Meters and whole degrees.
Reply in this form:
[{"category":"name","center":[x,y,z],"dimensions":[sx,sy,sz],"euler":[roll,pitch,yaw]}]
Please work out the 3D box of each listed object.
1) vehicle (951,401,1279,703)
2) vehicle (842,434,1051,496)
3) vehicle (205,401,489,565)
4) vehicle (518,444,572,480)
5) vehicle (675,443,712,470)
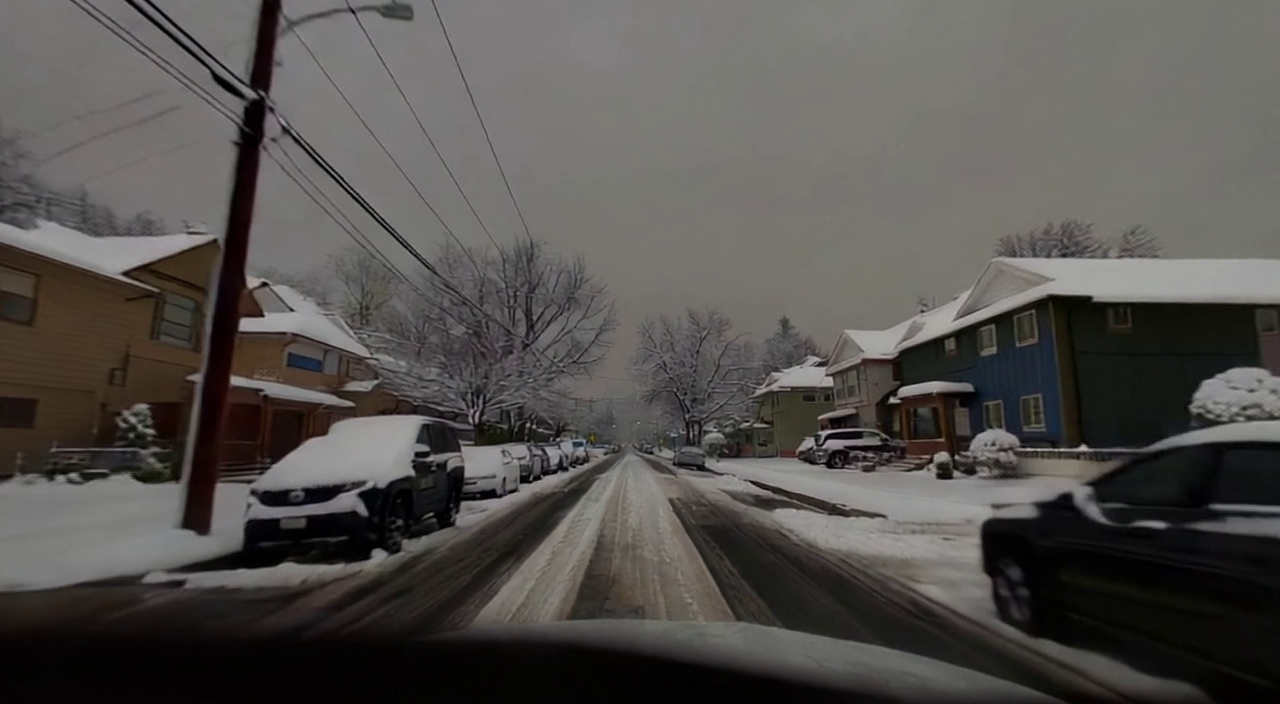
[{"category":"vehicle","center":[3.539,1.009,2.770],"dimensions":[2.019,1.536,4.405],"euler":[0,-9,-1]},{"category":"vehicle","center":[8.021,2.972,16.836],"dimensions":[4.594,1.512,1.824],"euler":[0,-8,-2]},{"category":"vehicle","center":[-4.011,1.898,9.927],"dimensions":[2.057,1.887,5.053],"euler":[0,-8,-1]},{"category":"vehicle","center":[-4.238,4.944,28.749],"dimensions":[1.745,1.490,4.304],"euler":[0,-8,0]},{"category":"vehicle","center":[3.234,6.397,38.809],"dimensions":[1.916,1.587,3.986],"euler":[0,-9,0]}]
